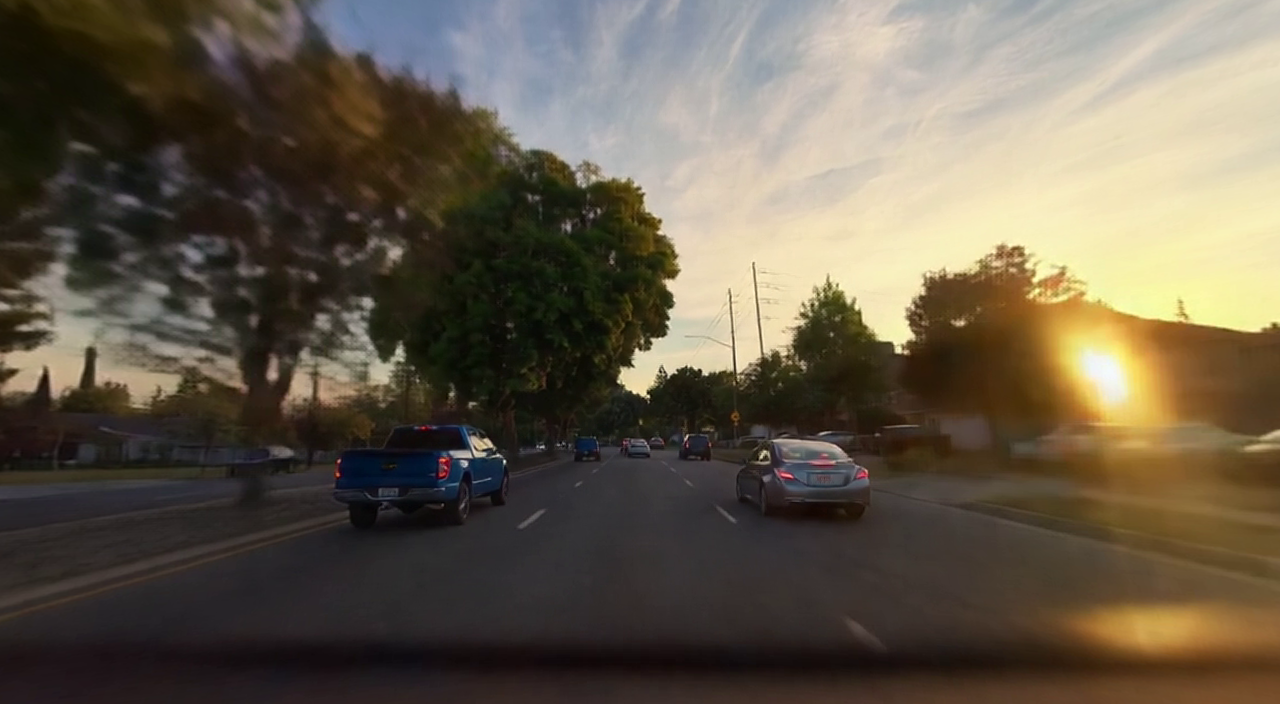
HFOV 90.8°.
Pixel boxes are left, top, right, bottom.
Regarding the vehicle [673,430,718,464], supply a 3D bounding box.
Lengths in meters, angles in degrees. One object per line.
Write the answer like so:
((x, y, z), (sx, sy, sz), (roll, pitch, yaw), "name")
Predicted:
((3.154, 5.489, 36.818), (2.099, 1.845, 4.363), (0, -8, -2), "vehicle")

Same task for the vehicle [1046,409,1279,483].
((14.033, 2.529, 17.112), (4.647, 1.841, 2.009), (0, -8, -2), "vehicle")

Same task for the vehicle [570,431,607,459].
((-3.517, 6.452, 44.000), (2.218, 1.829, 4.492), (0, -8, 0), "vehicle")

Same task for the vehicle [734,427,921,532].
((2.952, 2.091, 11.032), (1.884, 1.463, 4.195), (0, -8, -1), "vehicle")

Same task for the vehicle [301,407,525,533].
((-3.644, 2.008, 11.489), (2.111, 1.745, 5.274), (0, -8, 0), "vehicle")

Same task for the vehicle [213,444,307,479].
((-18.318, 5.246, 30.691), (1.841, 1.554, 4.260), (0, -8, 1), "vehicle")
